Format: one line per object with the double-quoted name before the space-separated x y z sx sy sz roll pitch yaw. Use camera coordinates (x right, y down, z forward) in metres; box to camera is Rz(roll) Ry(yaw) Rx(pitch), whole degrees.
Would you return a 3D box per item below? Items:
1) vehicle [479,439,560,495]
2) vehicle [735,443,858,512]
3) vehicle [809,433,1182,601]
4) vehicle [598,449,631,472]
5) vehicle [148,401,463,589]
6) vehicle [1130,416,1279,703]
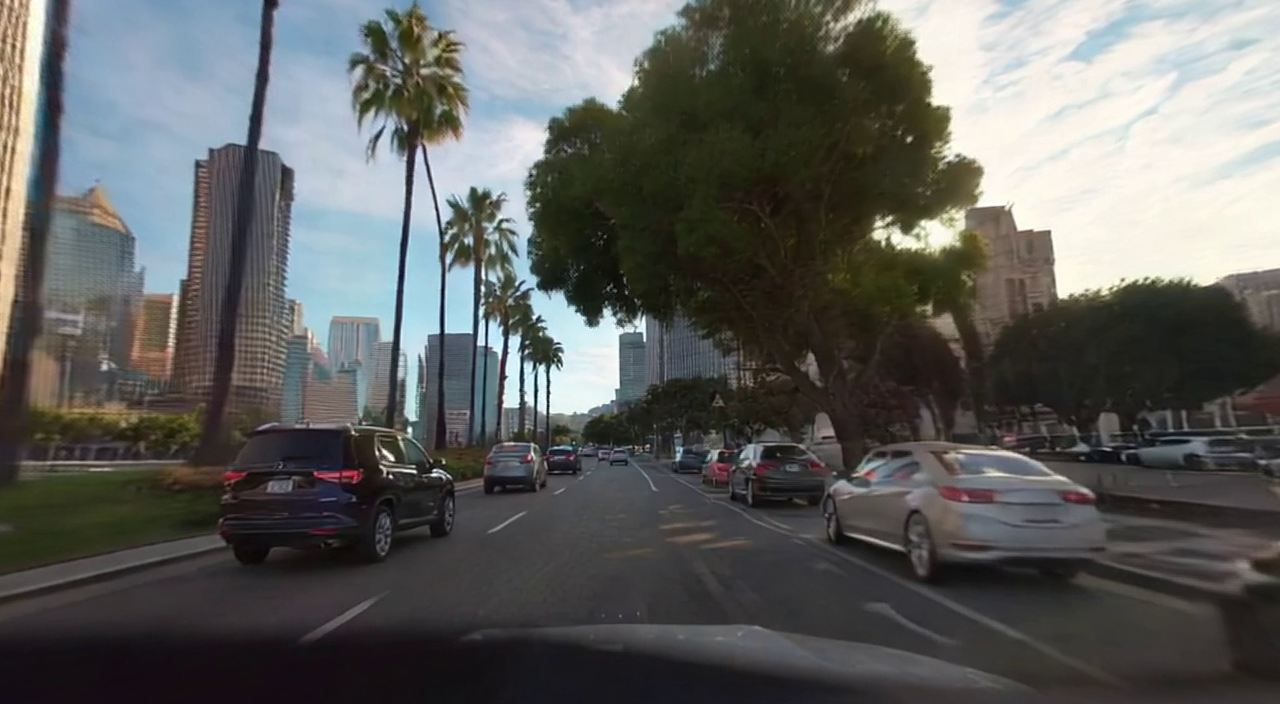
"vehicle" -4.090 3.967 22.096 2.014 1.740 4.392 0 -9 -1
"vehicle" 3.842 3.149 16.357 1.873 1.511 4.523 0 -9 -2
"vehicle" 3.842 1.843 8.072 1.925 1.486 4.744 0 -9 -1
"vehicle" -1.751 7.184 41.876 2.036 1.461 3.890 1 -9 -5
"vehicle" -3.827 1.702 8.245 1.800 1.797 4.224 0 -9 -1
"vehicle" 3.964 0.770 1.155 2.138 1.447 4.793 1 -9 -3
